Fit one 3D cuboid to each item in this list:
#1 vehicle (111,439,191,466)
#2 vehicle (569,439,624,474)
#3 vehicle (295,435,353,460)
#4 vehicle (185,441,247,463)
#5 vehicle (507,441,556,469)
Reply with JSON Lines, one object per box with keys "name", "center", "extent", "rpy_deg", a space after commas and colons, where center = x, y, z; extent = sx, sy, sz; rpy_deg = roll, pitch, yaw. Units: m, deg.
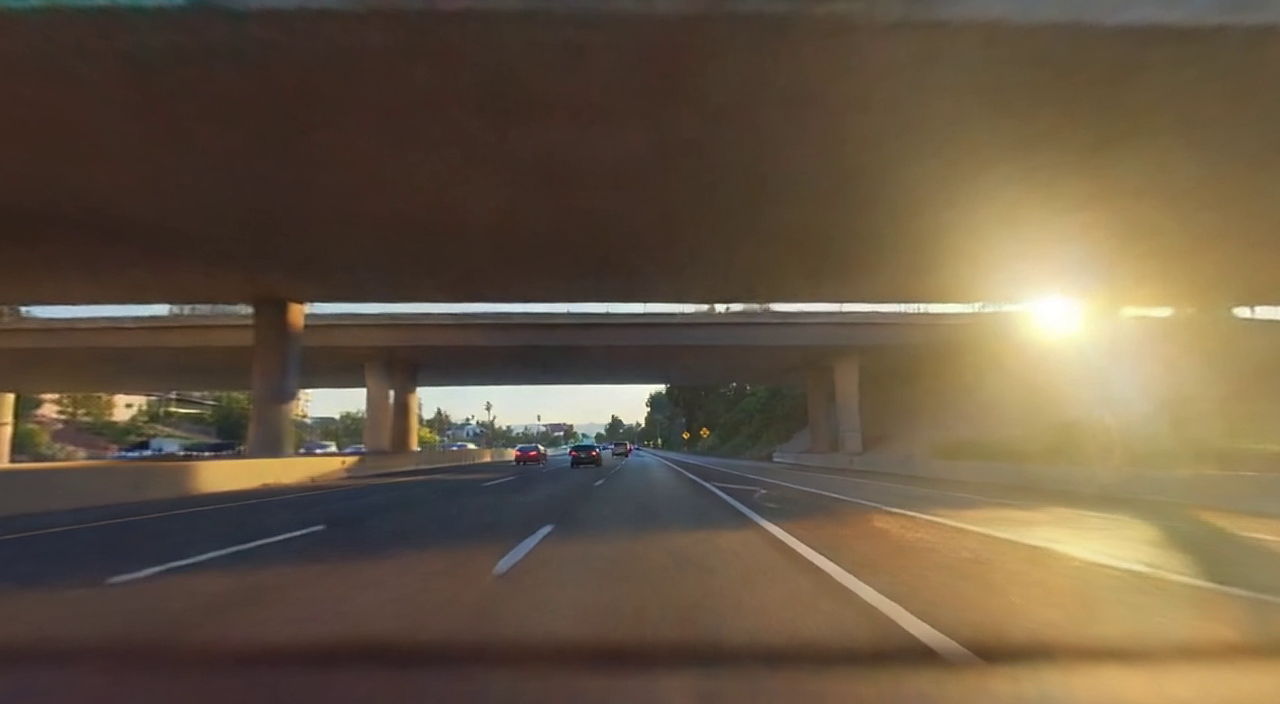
{"name": "vehicle", "center": [-31.842, 6.561, 41.219], "extent": [2.010, 1.619, 3.988], "rpy_deg": [0, -8, 1]}
{"name": "vehicle", "center": [-2.100, 5.247, 31.851], "extent": [2.210, 1.628, 4.586], "rpy_deg": [-1, -8, 3]}
{"name": "vehicle", "center": [-23.954, 7.265, 48.028], "extent": [1.899, 1.729, 4.753], "rpy_deg": [0, -8, 0]}
{"name": "vehicle", "center": [-28.047, 6.610, 41.823], "extent": [1.578, 1.429, 3.524], "rpy_deg": [-1, -8, 2]}
{"name": "vehicle", "center": [-6.578, 6.308, 38.850], "extent": [2.069, 1.551, 4.830], "rpy_deg": [0, -8, 1]}
